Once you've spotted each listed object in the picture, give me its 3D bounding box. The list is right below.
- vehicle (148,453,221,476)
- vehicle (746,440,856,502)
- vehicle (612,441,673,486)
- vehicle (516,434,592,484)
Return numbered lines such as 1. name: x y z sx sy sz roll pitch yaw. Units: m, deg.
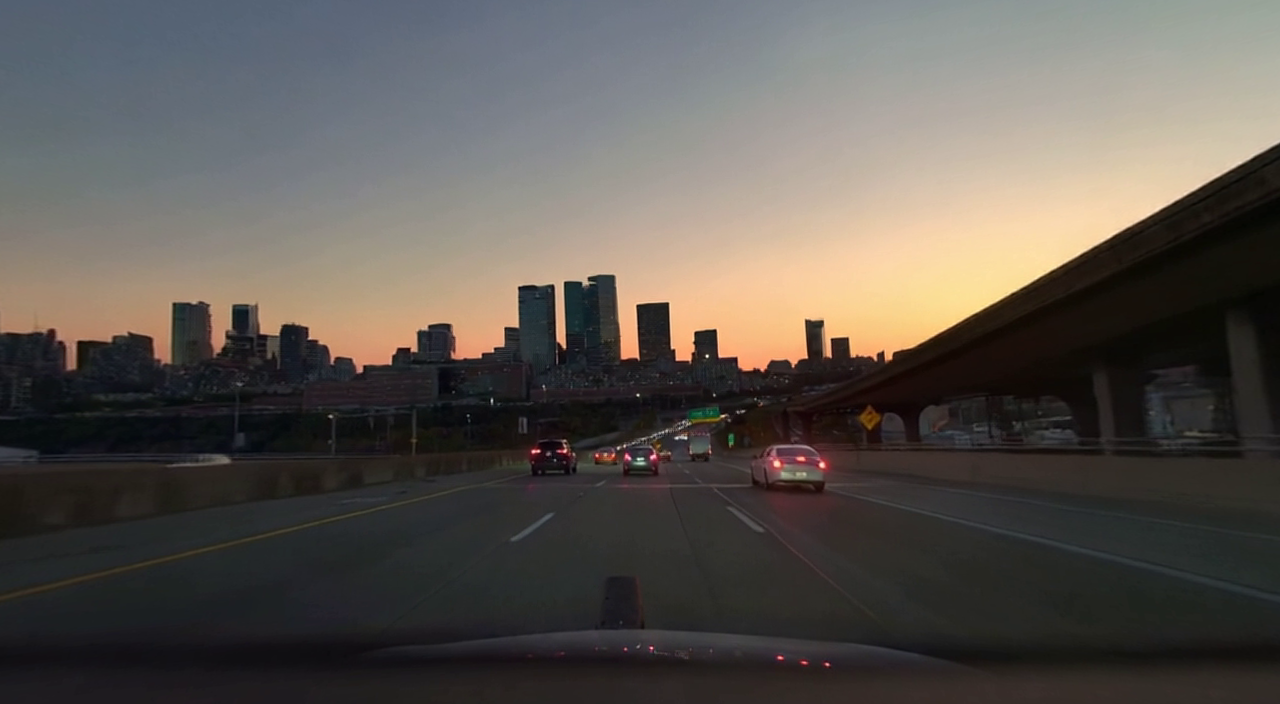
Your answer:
1. vehicle: -32.371 7.983 44.884 1.772 1.487 4.348 0 -9 3
2. vehicle: 4.263 3.204 17.380 1.974 1.490 3.994 0 -9 0
3. vehicle: 0.156 4.142 23.719 2.089 1.493 3.964 0 -8 2
4. vehicle: -3.333 4.248 25.354 2.142 1.819 4.648 0 -9 3
